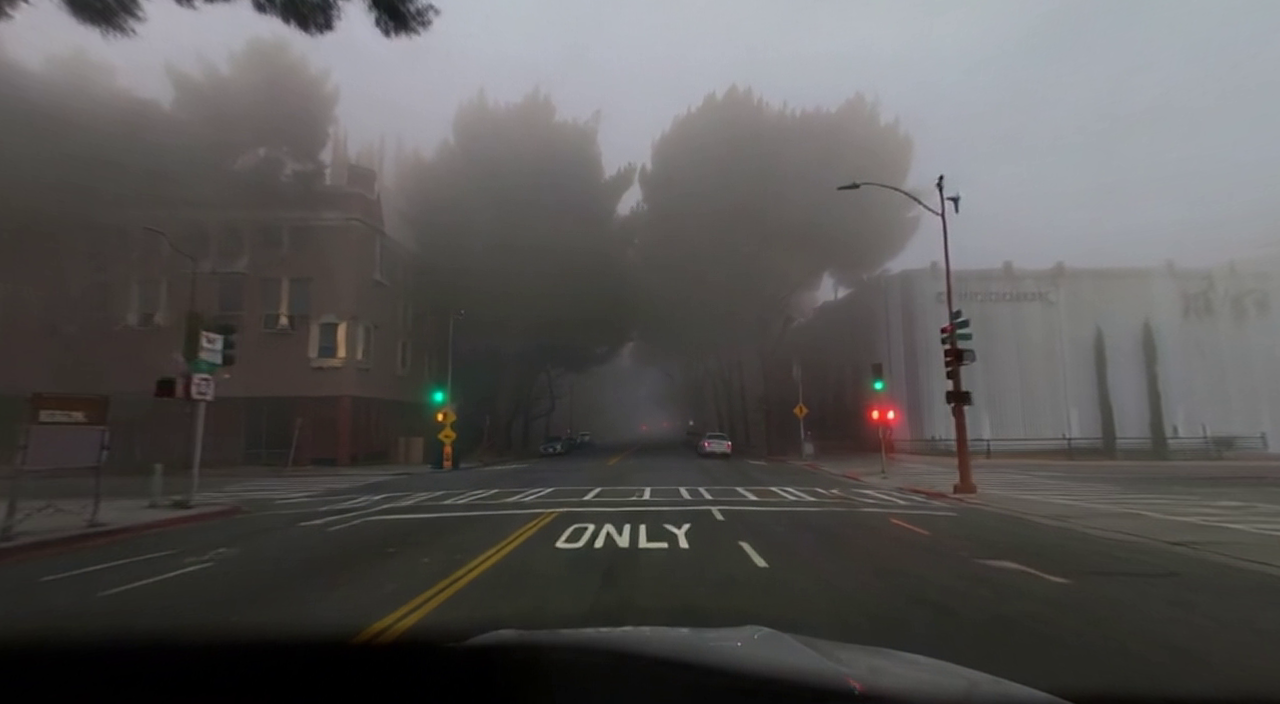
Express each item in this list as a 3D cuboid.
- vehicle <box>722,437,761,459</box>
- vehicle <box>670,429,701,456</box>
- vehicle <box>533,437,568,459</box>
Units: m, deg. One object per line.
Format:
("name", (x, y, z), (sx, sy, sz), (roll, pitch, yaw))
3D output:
("vehicle", (7.413, 7.047, 46.445), (1.997, 1.510, 4.455), (0, -8, -2))
("vehicle", (3.481, 7.022, 48.836), (1.971, 1.919, 4.748), (0, -8, -1))
("vehicle", (-6.739, 7.227, 47.715), (2.127, 1.533, 4.547), (-1, -8, -2))
